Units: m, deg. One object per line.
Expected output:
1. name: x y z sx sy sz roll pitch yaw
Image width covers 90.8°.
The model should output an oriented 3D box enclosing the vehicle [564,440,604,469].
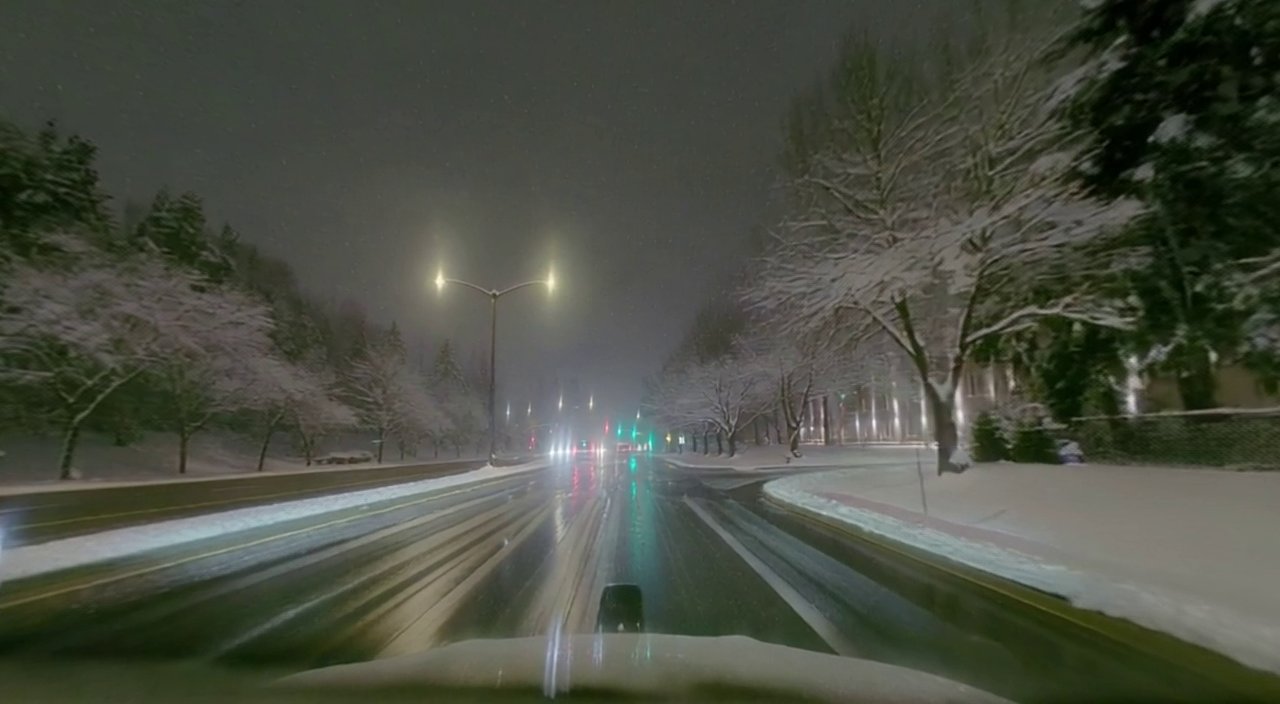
1. vehicle: -3.612 6.709 41.404 2.179 1.771 4.267 0 -9 0
